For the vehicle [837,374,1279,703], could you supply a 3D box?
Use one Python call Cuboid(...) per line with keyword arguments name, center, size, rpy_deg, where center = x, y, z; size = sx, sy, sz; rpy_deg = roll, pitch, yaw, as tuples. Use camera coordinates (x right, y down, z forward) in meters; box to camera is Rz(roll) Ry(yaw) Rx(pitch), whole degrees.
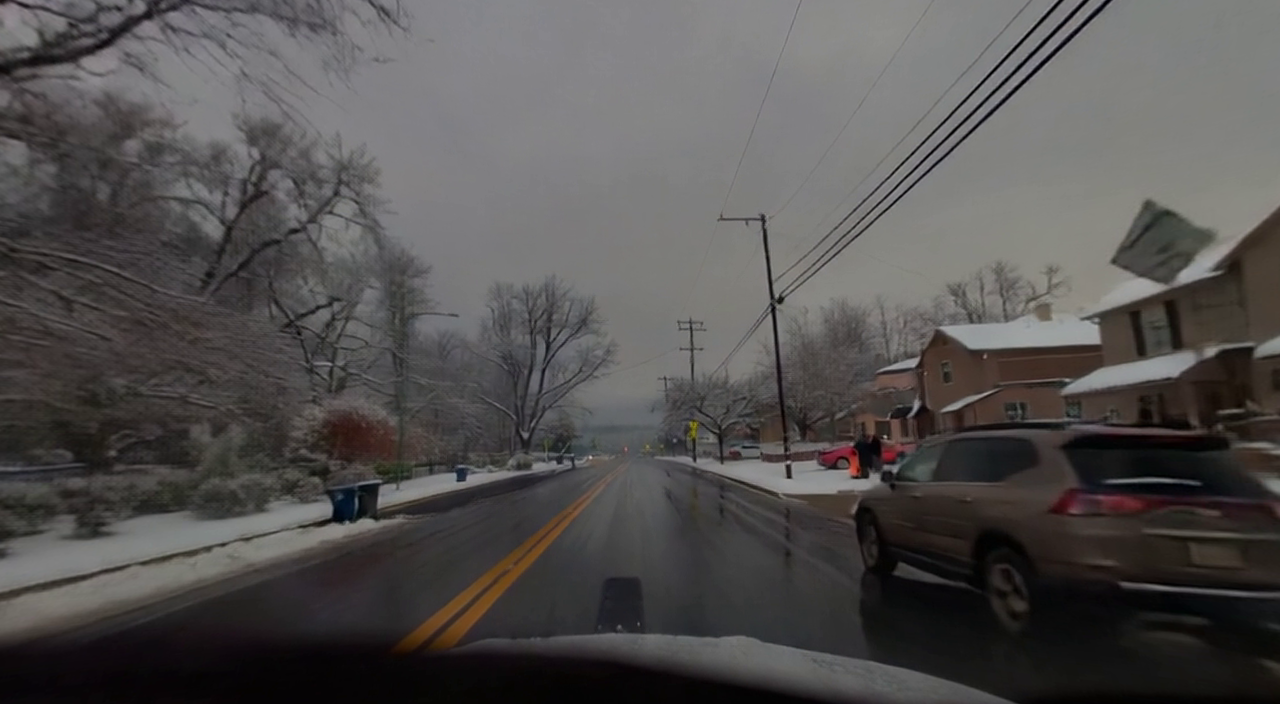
Cuboid(name="vehicle", center=(3.460, 1.413, 5.659), size=(1.949, 1.807, 4.224), rpy_deg=(4, -9, -1))
